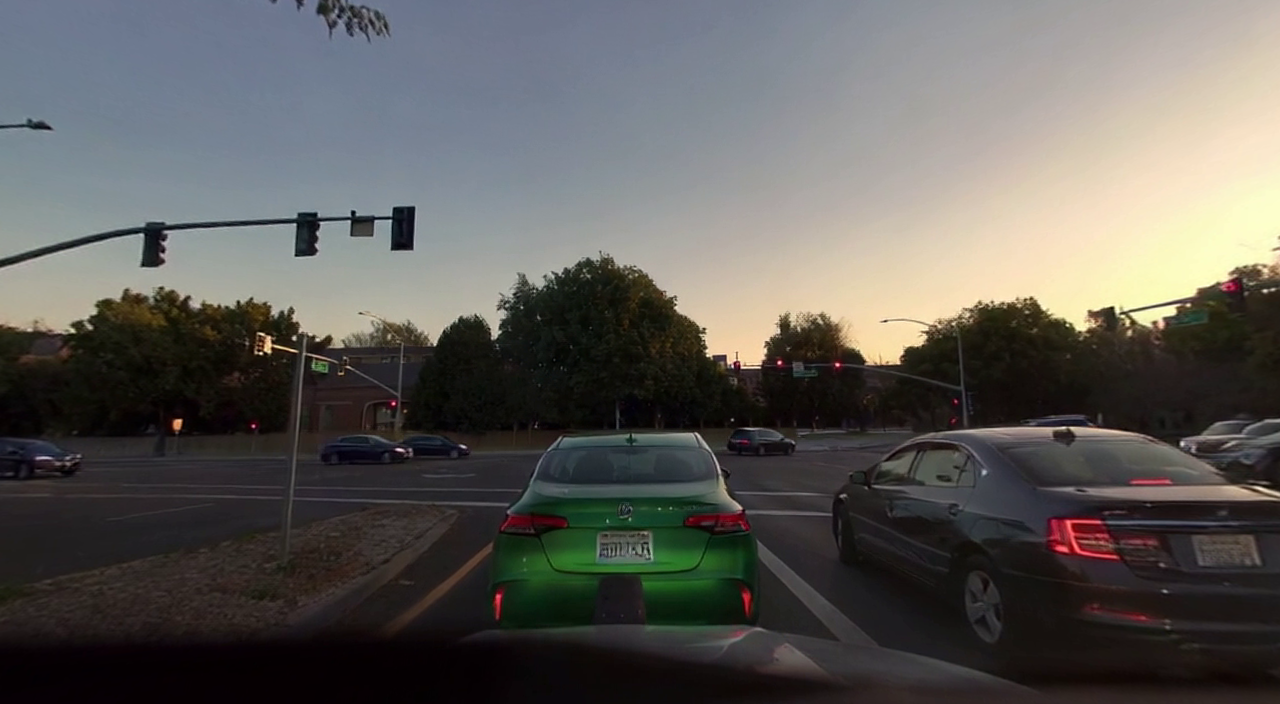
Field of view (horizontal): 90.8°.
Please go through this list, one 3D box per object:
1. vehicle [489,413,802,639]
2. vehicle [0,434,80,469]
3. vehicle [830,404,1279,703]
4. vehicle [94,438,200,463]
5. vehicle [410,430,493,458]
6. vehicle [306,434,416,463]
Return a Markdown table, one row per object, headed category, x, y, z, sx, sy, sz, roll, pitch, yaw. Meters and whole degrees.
| category | x | y | z | sx | sy | sz | roll | pitch | yaw |
| --- | --- | --- | --- | --- | --- | --- | --- | --- | --- |
| vehicle | 0.039 | 1.450 | 6.263 | 2.026 | 1.458 | 4.175 | 0 | -9 | 0 |
| vehicle | -30.485 | 4.877 | 30.951 | 4.517 | 1.637 | 1.935 | -1 | -9 | 7 |
| vehicle | 3.097 | 1.293 | 4.950 | 1.861 | 1.479 | 4.371 | 0 | -8 | 0 |
| vehicle | -29.280 | 5.853 | 37.589 | 4.828 | 1.467 | 1.963 | -1 | -9 | 6 |
| vehicle | -11.330 | 5.599 | 38.299 | 4.526 | 1.649 | 1.920 | 1 | -9 | -10 |
| vehicle | -14.651 | 5.094 | 33.404 | 4.869 | 1.502 | 1.979 | 0 | -9 | -1 |
